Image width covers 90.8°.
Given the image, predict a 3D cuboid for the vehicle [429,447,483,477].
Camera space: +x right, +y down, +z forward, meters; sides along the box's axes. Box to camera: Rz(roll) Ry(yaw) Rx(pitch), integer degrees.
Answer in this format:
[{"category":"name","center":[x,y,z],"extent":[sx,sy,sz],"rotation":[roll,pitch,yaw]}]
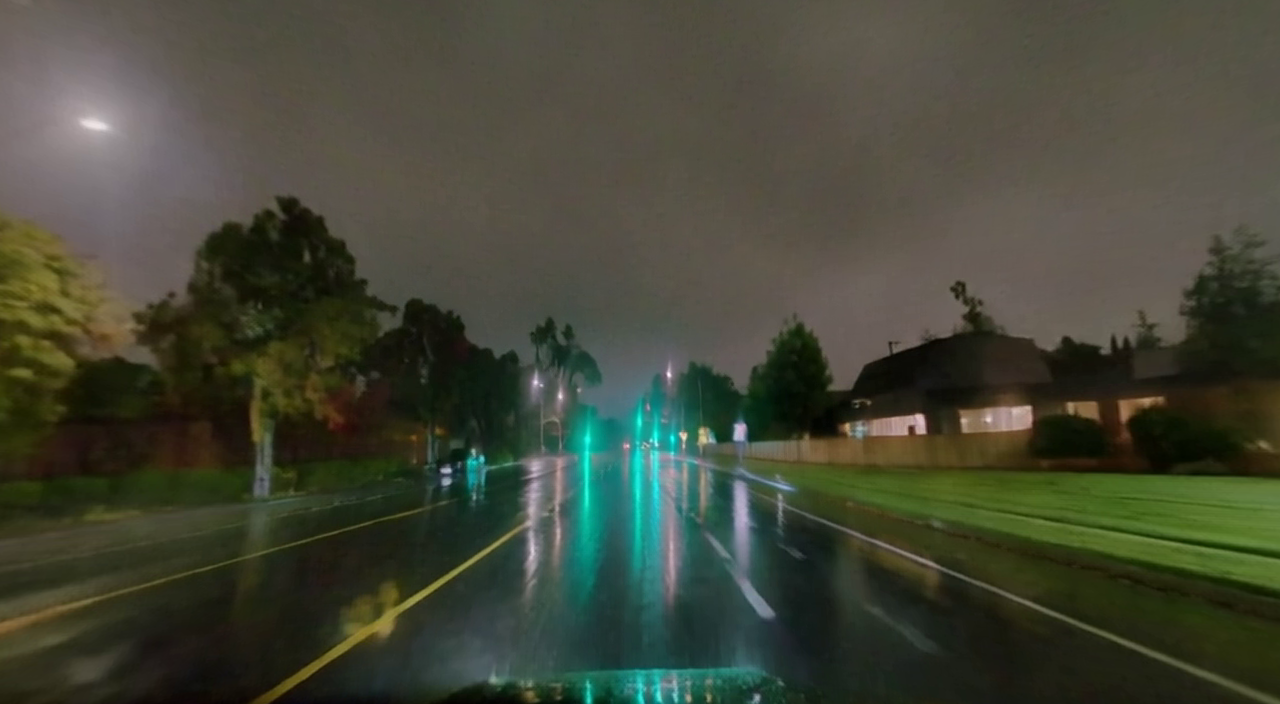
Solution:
[{"category":"vehicle","center":[-11.833,7.069,40.842],"extent":[2.047,1.710,4.473],"rotation":[-3,-9,2]}]
